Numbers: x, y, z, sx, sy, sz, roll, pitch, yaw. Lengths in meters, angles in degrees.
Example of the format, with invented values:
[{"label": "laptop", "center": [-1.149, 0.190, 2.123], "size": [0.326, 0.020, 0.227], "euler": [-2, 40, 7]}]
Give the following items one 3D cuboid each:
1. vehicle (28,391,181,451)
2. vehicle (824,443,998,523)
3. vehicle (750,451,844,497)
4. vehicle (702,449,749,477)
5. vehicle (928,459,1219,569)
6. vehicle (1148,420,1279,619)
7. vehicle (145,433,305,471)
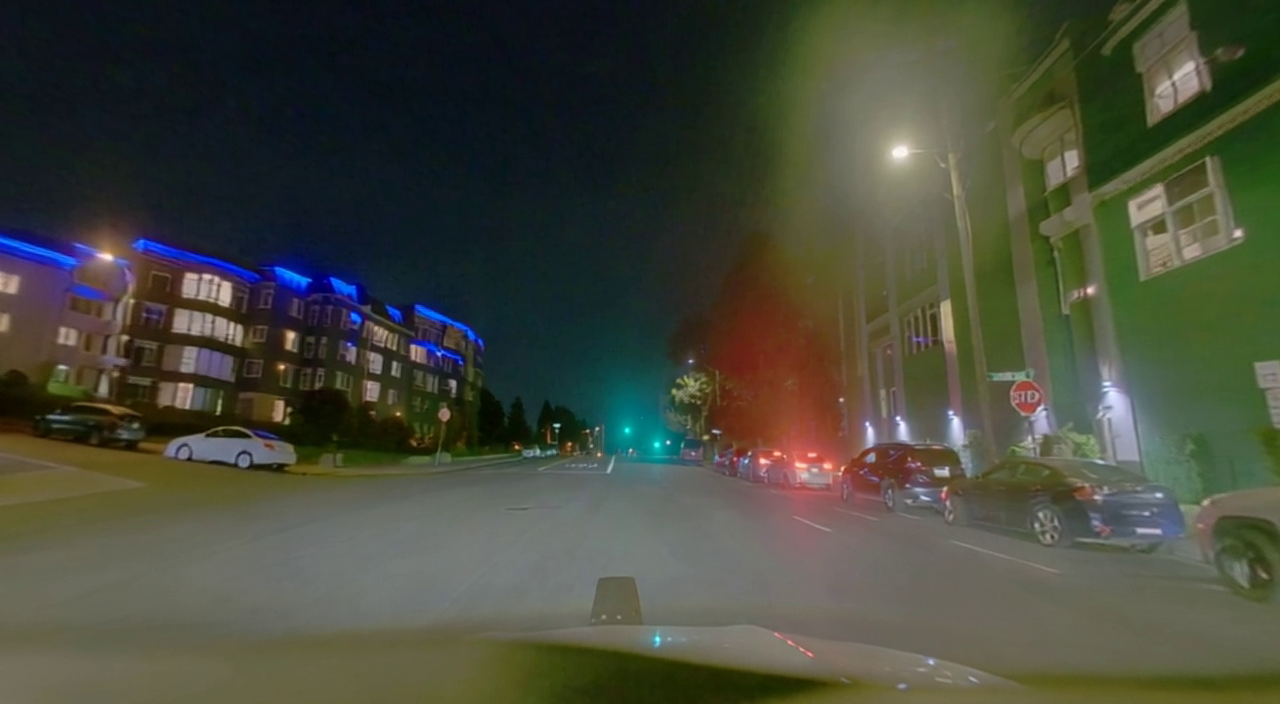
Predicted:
[{"label": "vehicle", "center": [-20.637, 2.663, 24.401], "size": [4.598, 1.645, 2.019], "euler": [6, -7, 15]}, {"label": "vehicle", "center": [6.606, 3.200, 16.165], "size": [1.917, 1.704, 4.840], "euler": [1, -8, -5]}, {"label": "vehicle", "center": [5.970, 4.678, 24.748], "size": [2.122, 1.554, 4.777], "euler": [1, -8, -5]}, {"label": "vehicle", "center": [4.994, 6.500, 37.349], "size": [1.901, 1.495, 4.340], "euler": [1, -8, -4]}, {"label": "vehicle", "center": [6.882, 2.567, 10.739], "size": [1.900, 1.368, 4.176], "euler": [1, -8, -1]}, {"label": "vehicle", "center": [6.953, 1.363, 4.601], "size": [2.181, 1.792, 5.066], "euler": [1, -8, -1]}, {"label": "vehicle", "center": [-15.523, 3.771, 23.933], "size": [4.603, 1.335, 1.889], "euler": [2, -9, -12]}]
